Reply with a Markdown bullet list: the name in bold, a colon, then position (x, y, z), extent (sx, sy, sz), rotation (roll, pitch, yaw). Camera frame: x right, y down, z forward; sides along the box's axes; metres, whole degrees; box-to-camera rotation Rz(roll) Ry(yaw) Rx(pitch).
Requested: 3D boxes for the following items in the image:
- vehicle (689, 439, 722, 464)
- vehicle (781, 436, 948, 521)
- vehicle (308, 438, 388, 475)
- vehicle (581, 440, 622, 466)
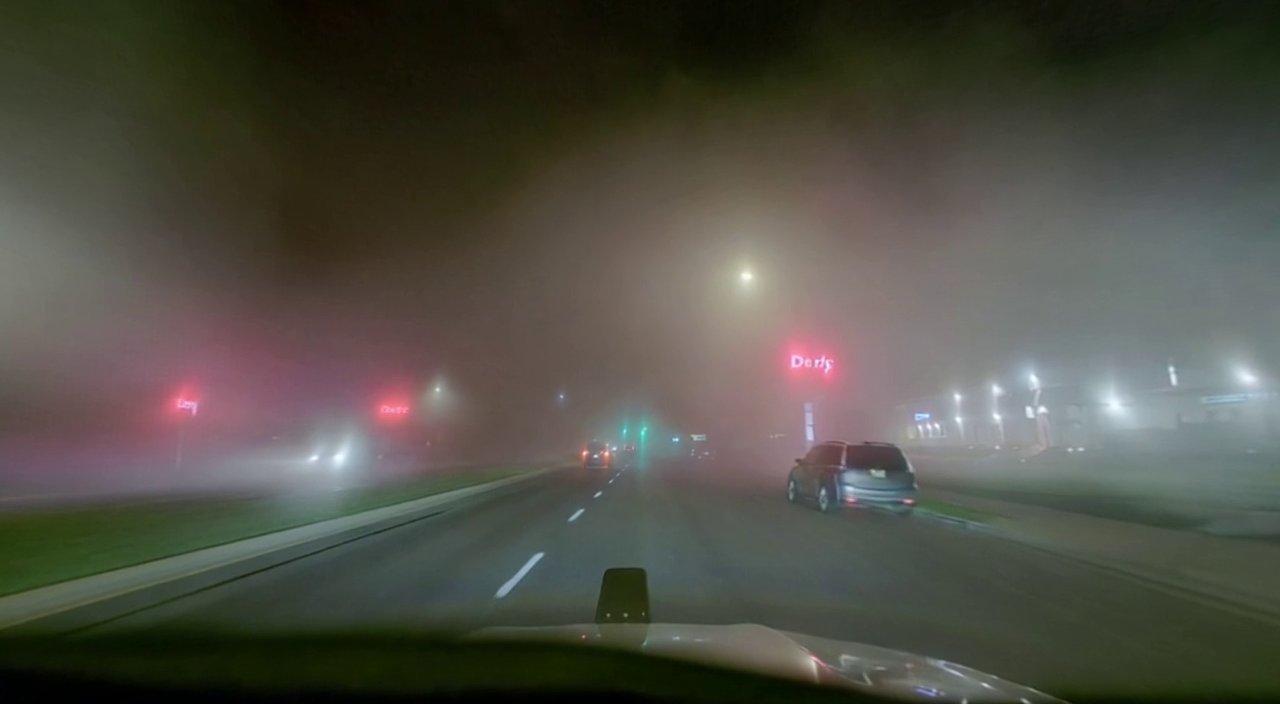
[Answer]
- **vehicle**: position (4.861, 7.438, 47.340), extent (2.067, 1.755, 4.616), rotation (0, -8, 1)
- **vehicle**: position (4.570, 2.622, 13.678), extent (2.025, 1.500, 4.465), rotation (0, -8, 1)
- **vehicle**: position (-14.512, 5.204, 31.617), extent (1.973, 1.742, 4.024), rotation (0, -8, 1)
- **vehicle**: position (-2.381, 6.372, 40.006), extent (2.176, 1.543, 4.335), rotation (0, -8, 1)
